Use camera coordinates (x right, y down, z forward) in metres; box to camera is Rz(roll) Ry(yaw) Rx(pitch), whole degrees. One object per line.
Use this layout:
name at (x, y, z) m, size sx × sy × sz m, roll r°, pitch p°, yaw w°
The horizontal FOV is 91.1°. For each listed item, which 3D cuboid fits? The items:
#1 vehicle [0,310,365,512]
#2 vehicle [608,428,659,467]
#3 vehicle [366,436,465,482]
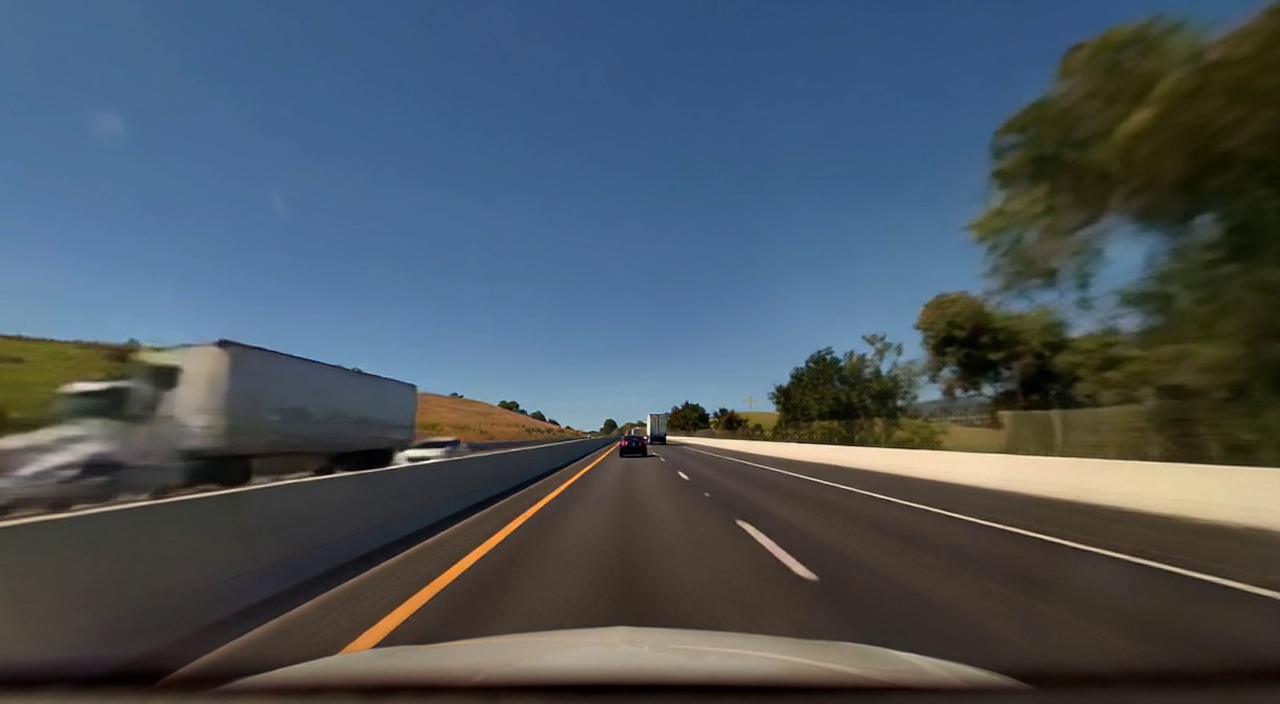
vehicle at (-11.887, 1.832, 17.712) m, size 3.270 × 3.993 × 10.585 m, roll 0°, pitch -8°, yaw 1°
vehicle at (-0.304, 4.398, 29.242) m, size 2.216 × 1.623 × 4.220 m, roll 0°, pitch -8°, yaw -1°
vehicle at (-7.951, 3.787, 22.759) m, size 1.944 × 1.497 × 4.424 m, roll 0°, pitch -8°, yaw 0°
